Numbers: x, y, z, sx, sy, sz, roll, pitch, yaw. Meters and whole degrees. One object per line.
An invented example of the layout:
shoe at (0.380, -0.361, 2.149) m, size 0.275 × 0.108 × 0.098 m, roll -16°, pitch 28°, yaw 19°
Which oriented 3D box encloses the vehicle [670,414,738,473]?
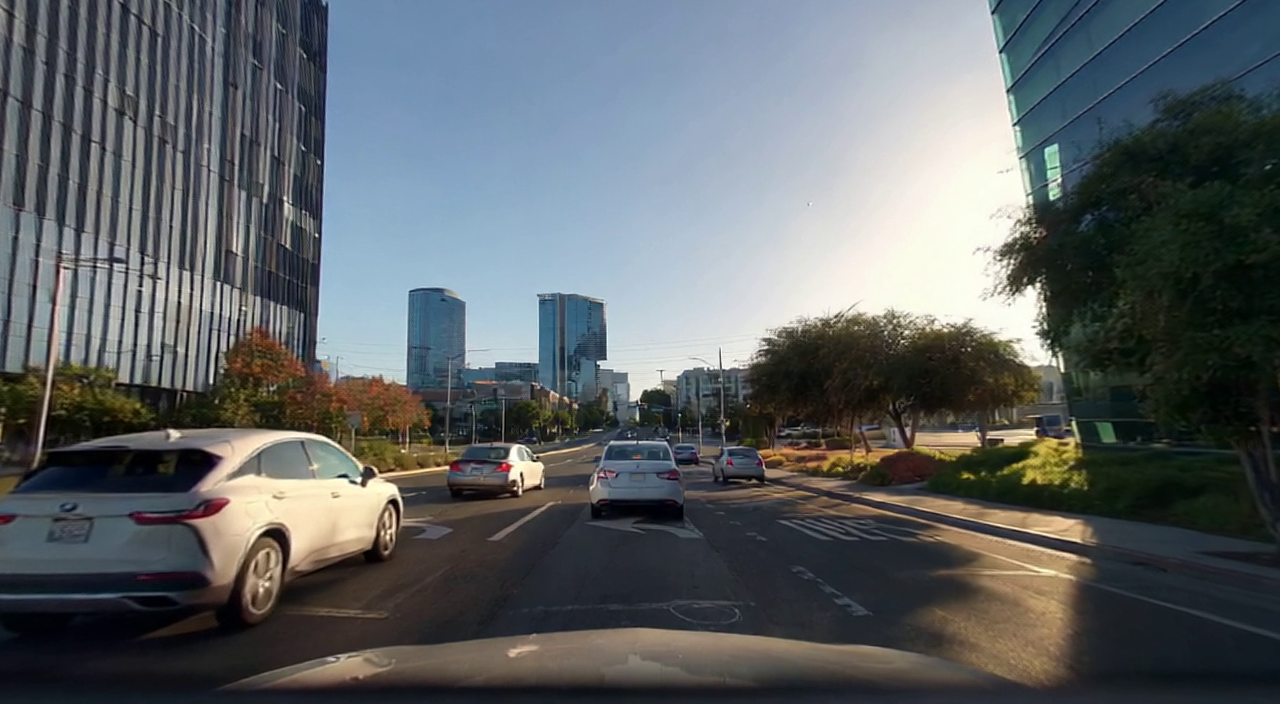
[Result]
vehicle at (3.925, 6.151, 42.066) m, size 3.074 × 3.316 × 12.953 m, roll 0°, pitch -9°, yaw 0°

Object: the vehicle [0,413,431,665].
vehicle at (-3.665, 1.460, 6.009) m, size 1.933 × 1.520 × 4.195 m, roll 0°, pitch -9°, yaw -1°

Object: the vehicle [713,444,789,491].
vehicle at (3.887, 4.110, 22.819) m, size 1.940 × 1.514 × 4.187 m, roll 0°, pitch -9°, yaw -1°

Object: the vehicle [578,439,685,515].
vehicle at (-0.133, 2.869, 14.988) m, size 2.174 × 1.509 × 4.374 m, roll 0°, pitch -9°, yaw 1°

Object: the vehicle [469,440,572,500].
vehicle at (-3.335, 3.402, 18.618) m, size 2.044 × 1.508 × 4.479 m, roll 0°, pitch -9°, yaw 2°
